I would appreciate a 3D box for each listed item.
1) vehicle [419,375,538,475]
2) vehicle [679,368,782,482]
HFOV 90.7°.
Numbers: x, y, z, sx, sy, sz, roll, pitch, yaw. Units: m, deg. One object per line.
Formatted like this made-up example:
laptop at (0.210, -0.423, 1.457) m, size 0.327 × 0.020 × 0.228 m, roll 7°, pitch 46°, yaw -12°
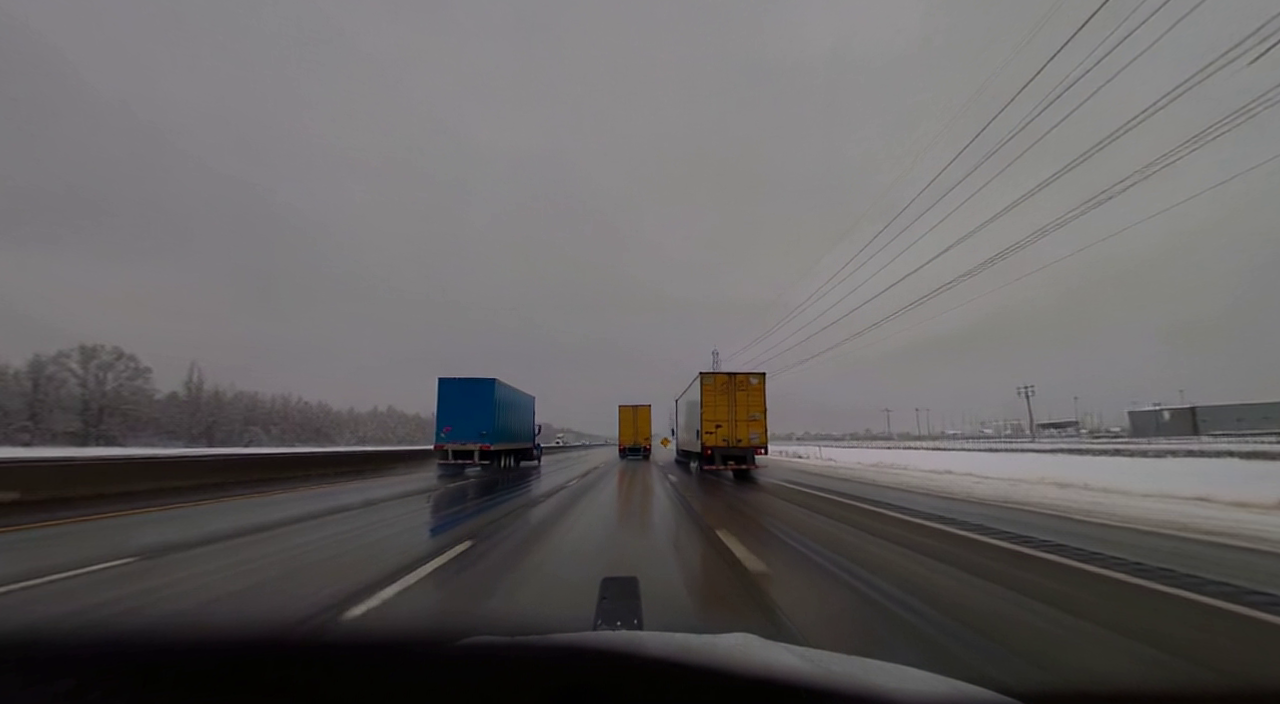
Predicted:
vehicle at (-7.303, 3.695, 30.718) m, size 2.937 × 3.981 × 11.119 m, roll 0°, pitch -8°, yaw -1°
vehicle at (3.421, 3.199, 26.771) m, size 2.806 × 3.919 × 9.777 m, roll 0°, pitch -8°, yaw 0°
